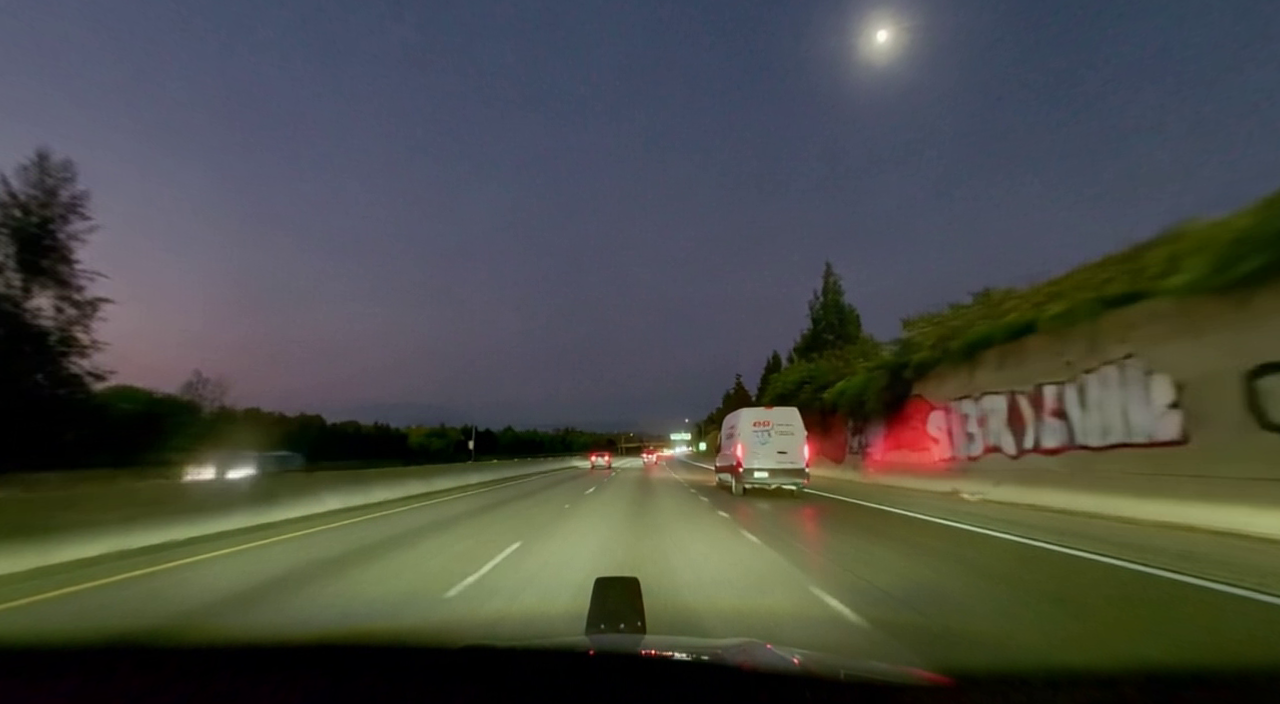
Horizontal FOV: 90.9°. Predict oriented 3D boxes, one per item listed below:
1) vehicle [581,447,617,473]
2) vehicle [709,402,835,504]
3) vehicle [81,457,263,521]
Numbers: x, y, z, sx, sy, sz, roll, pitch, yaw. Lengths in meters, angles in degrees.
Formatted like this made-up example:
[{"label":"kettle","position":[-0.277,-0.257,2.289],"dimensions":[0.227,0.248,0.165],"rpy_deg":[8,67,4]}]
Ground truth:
[{"label":"vehicle","position":[-2.661,7.117,41.831],"dimensions":[1.964,1.618,4.489],"rpy_deg":[0,-9,2]},{"label":"vehicle","position":[3.685,3.024,19.004],"dimensions":[2.469,2.591,5.653],"rpy_deg":[0,-9,-1]},{"label":"vehicle","position":[-11.869,3.459,16.346],"dimensions":[1.831,1.411,3.665],"rpy_deg":[0,-9,0]}]
